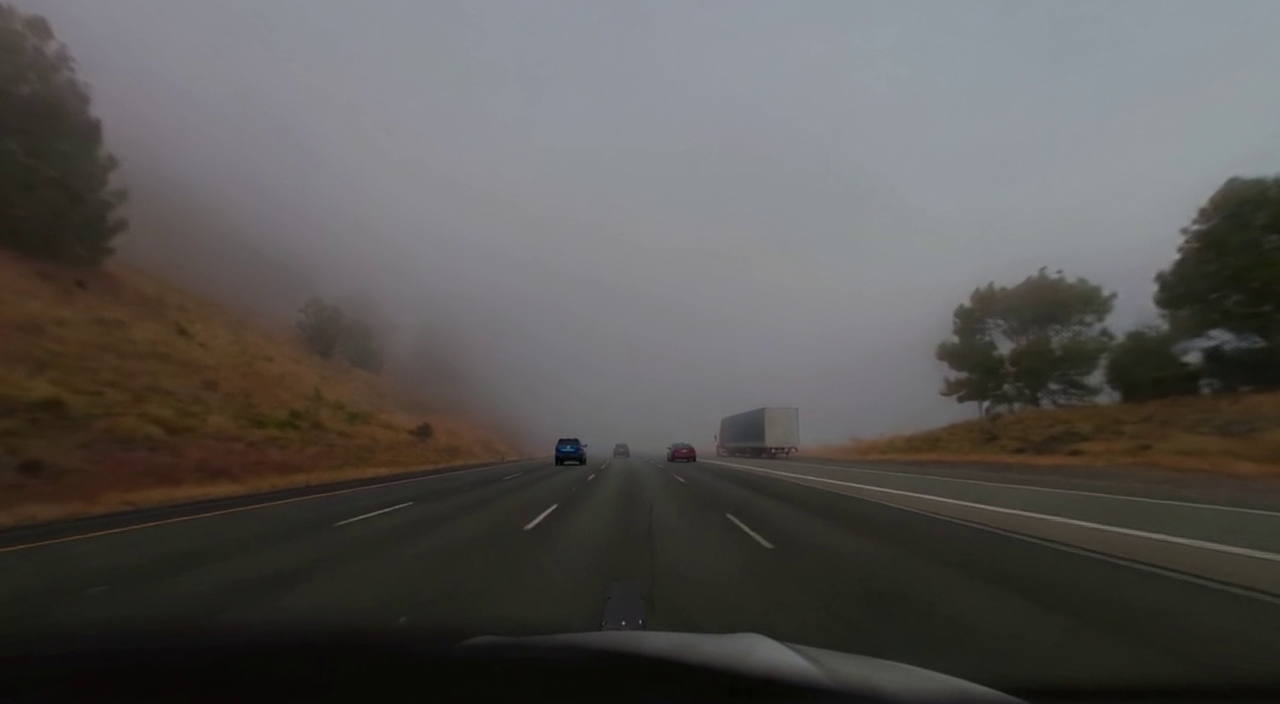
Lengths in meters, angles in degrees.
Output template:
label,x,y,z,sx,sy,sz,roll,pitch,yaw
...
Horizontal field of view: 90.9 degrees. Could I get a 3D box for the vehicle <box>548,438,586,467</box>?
label,x,y,z,sx,sy,sz,roll,pitch,yaw
vehicle,-4.927,6.820,43.112,2.120,1.855,4.619,0,-8,-1

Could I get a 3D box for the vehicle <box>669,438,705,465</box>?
label,x,y,z,sx,sy,sz,roll,pitch,yaw
vehicle,3.205,6.918,43.963,1.995,1.712,4.206,0,-8,-2
